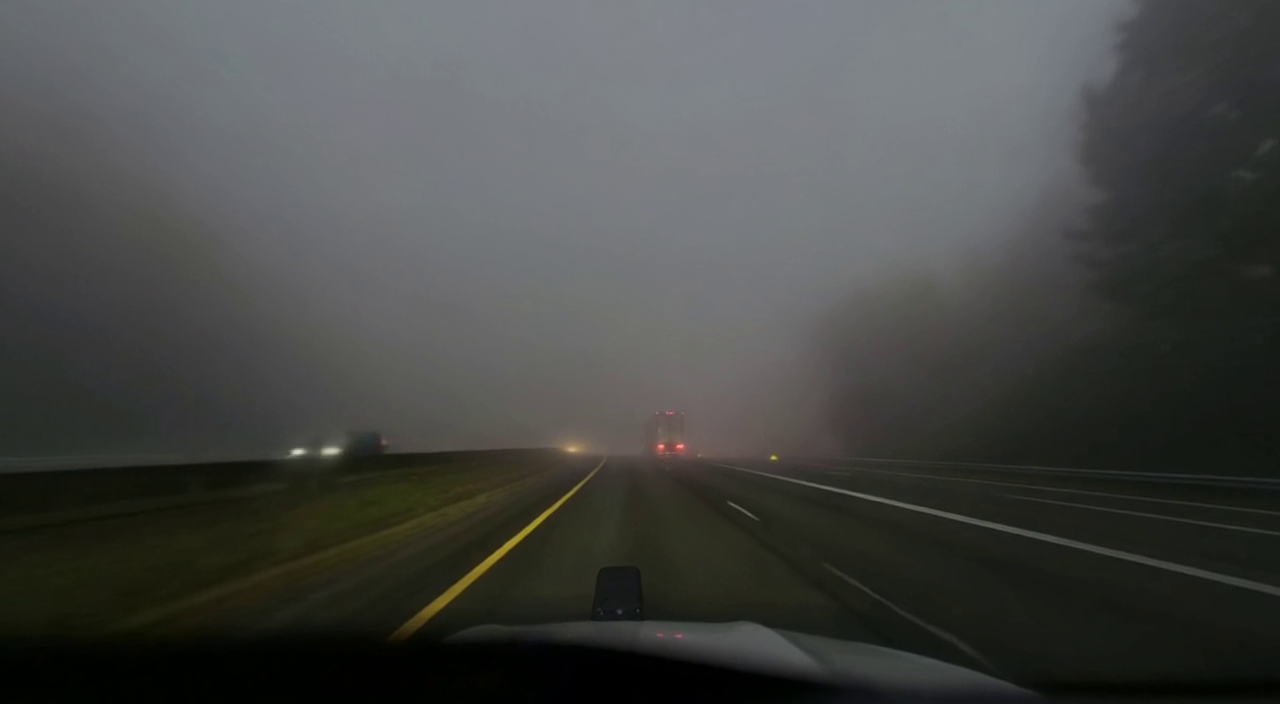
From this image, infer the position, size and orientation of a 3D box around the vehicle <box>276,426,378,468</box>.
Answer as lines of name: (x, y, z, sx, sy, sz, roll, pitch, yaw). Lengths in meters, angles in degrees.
vehicle: (-12.851, 3.978, 26.185, 1.936, 1.578, 4.596, 0, -9, -1)
